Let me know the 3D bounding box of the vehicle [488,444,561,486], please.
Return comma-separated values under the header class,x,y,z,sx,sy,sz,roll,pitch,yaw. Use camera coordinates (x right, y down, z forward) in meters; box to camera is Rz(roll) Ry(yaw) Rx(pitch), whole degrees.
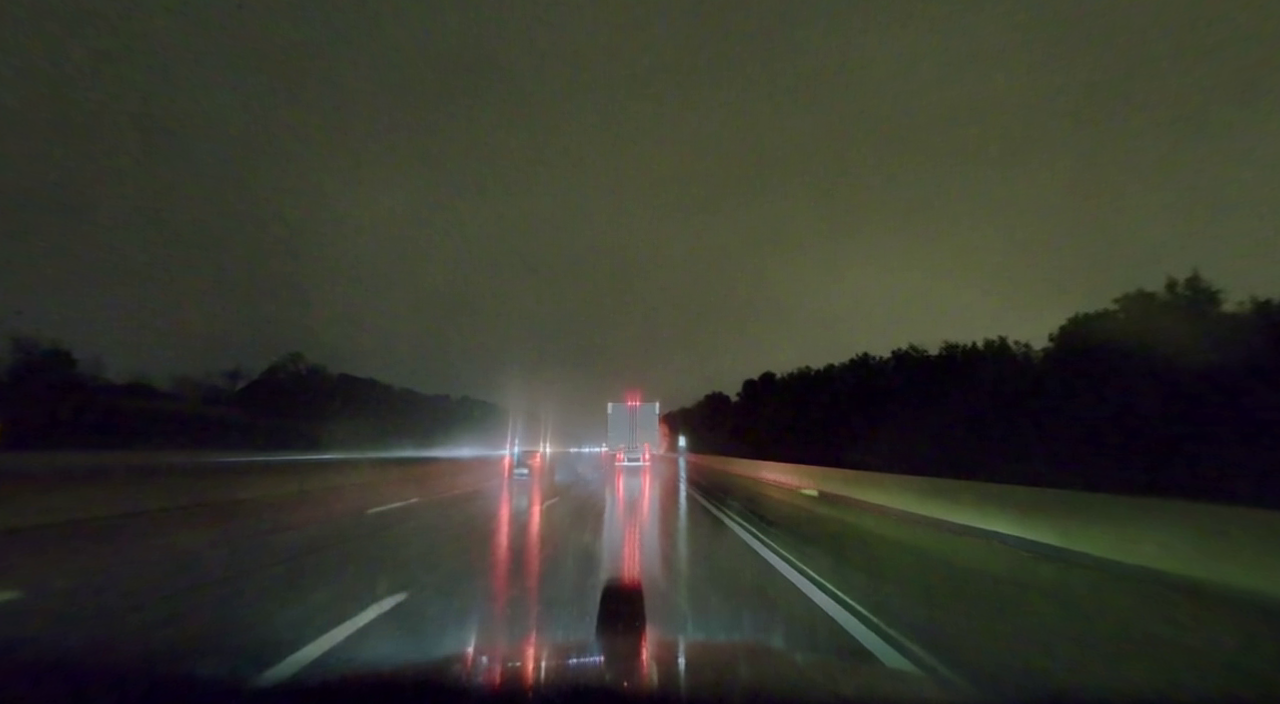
class,x,y,z,sx,sy,sz,roll,pitch,yaw
vehicle,-4.423,4.389,24.922,1.892,1.471,5.047,0,-9,0
